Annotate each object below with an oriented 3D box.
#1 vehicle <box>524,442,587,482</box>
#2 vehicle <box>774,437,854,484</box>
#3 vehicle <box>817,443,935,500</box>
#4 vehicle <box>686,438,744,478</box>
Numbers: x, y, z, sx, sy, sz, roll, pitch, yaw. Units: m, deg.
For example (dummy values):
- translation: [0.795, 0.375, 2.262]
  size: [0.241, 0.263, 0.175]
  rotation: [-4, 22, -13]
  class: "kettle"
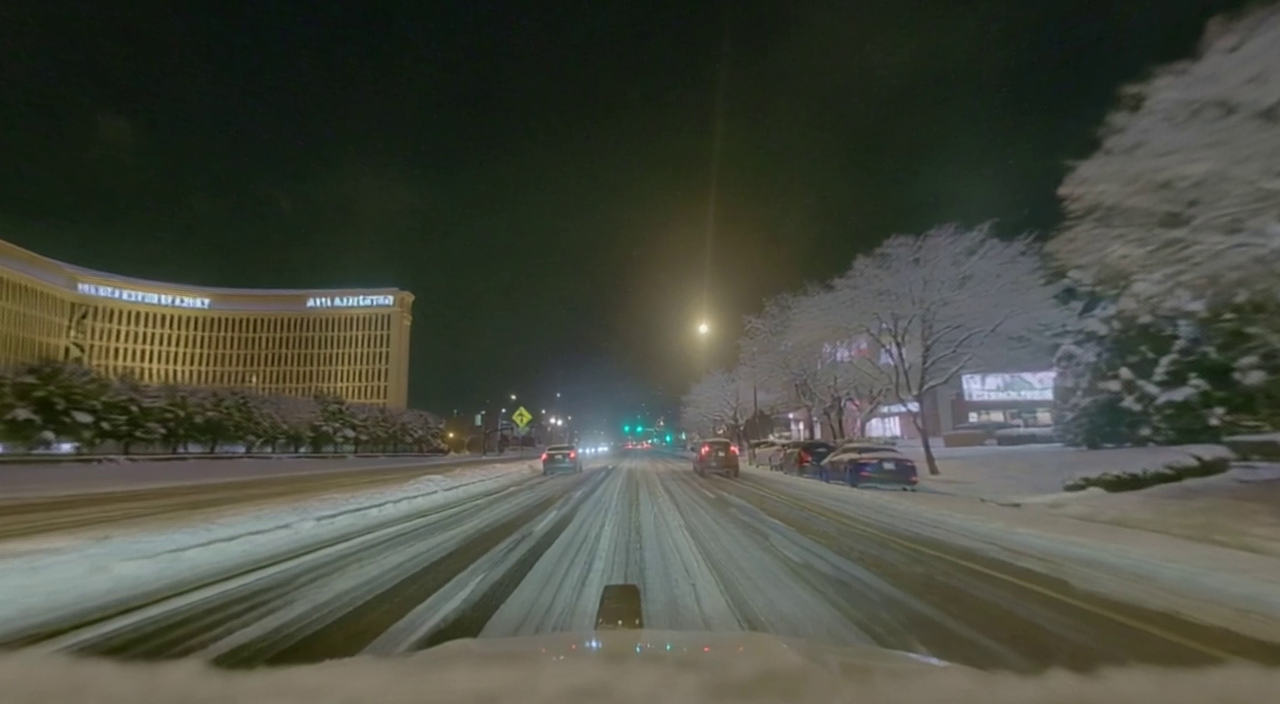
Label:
- translation: [-3.374, 4.492, 25.982]
  size: [2.005, 1.477, 4.169]
  rotation: [0, -8, 0]
  class: "vehicle"
- translation: [6.997, 4.385, 25.792]
  size: [2.039, 1.749, 4.193]
  rotation: [0, -8, -1]
  class: "vehicle"
- translation: [6.918, 3.515, 19.054]
  size: [1.876, 1.478, 4.670]
  rotation: [0, -8, 1]
  class: "vehicle"
- translation: [3.483, 4.987, 29.998]
  size: [2.083, 1.743, 4.354]
  rotation: [0, -8, -2]
  class: "vehicle"
